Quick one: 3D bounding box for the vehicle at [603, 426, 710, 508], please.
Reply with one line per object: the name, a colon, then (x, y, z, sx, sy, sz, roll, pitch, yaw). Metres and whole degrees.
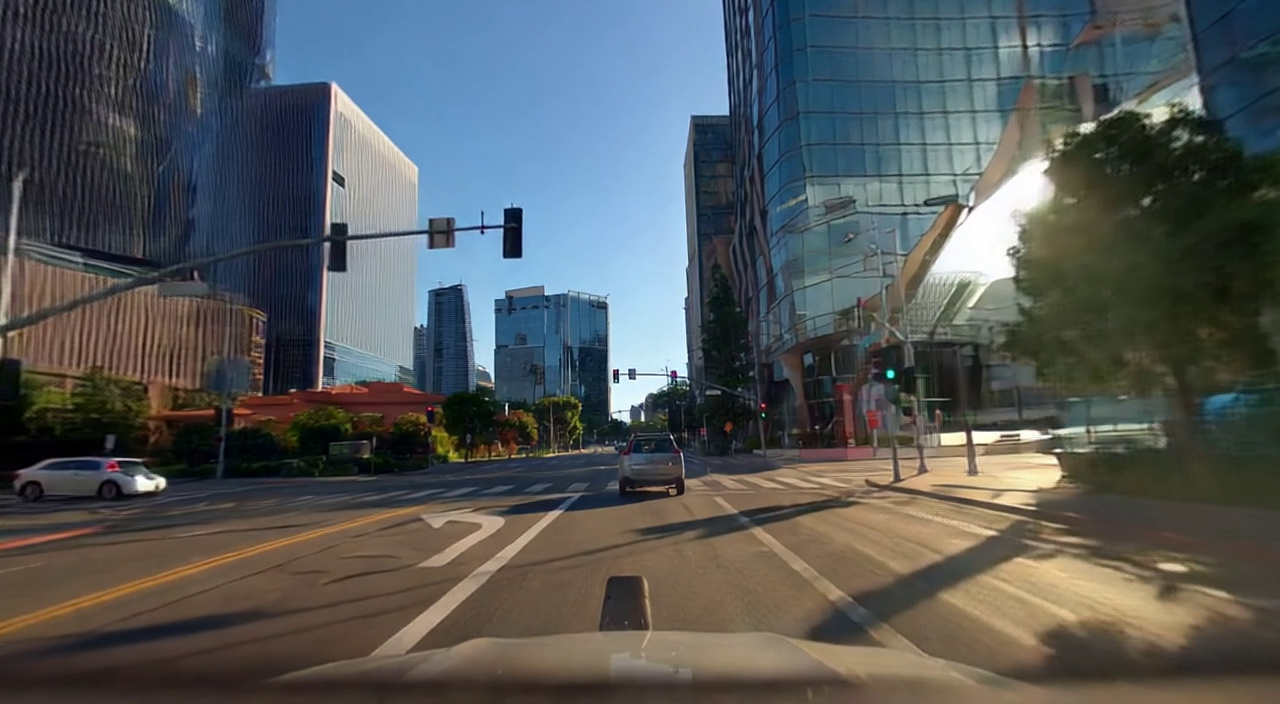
vehicle: (0.331, 2.653, 14.968, 2.184, 1.640, 4.086, 0, -8, 0)

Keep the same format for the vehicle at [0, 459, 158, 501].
vehicle: (-21.403, 4.840, 24.028, 4.494, 1.475, 1.893, -1, -8, 3)
